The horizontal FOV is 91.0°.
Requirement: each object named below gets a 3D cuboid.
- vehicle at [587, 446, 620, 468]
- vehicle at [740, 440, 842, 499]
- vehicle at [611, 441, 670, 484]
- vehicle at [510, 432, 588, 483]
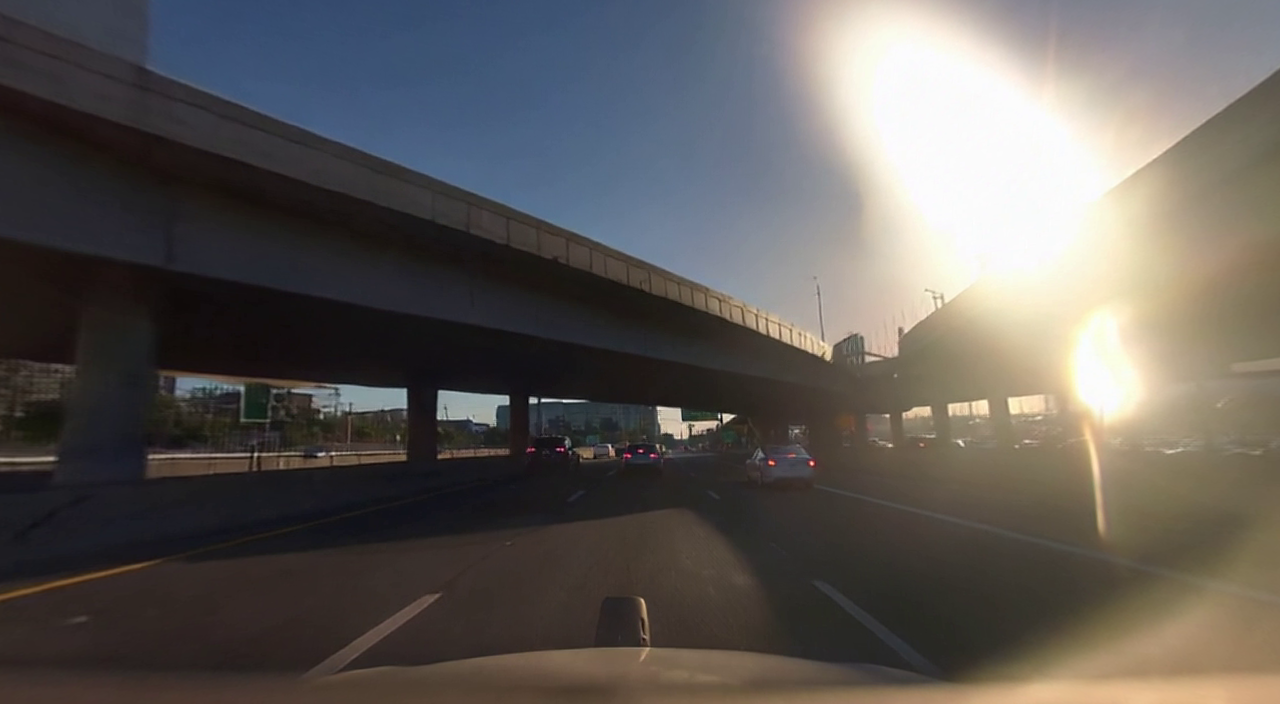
[{"bbox_3d":[-2.570,7.474,45.116,1.868,1.431,4.055,0,-8,3],"label":"vehicle"},{"bbox_3d":[4.219,3.318,18.290,1.974,1.490,3.994,0,-8,0],"label":"vehicle"},{"bbox_3d":[0.078,4.172,24.216,2.089,1.493,3.964,0,-8,2],"label":"vehicle"},{"bbox_3d":[-3.478,4.151,25.094,2.142,1.819,4.648,0,-8,3],"label":"vehicle"}]
